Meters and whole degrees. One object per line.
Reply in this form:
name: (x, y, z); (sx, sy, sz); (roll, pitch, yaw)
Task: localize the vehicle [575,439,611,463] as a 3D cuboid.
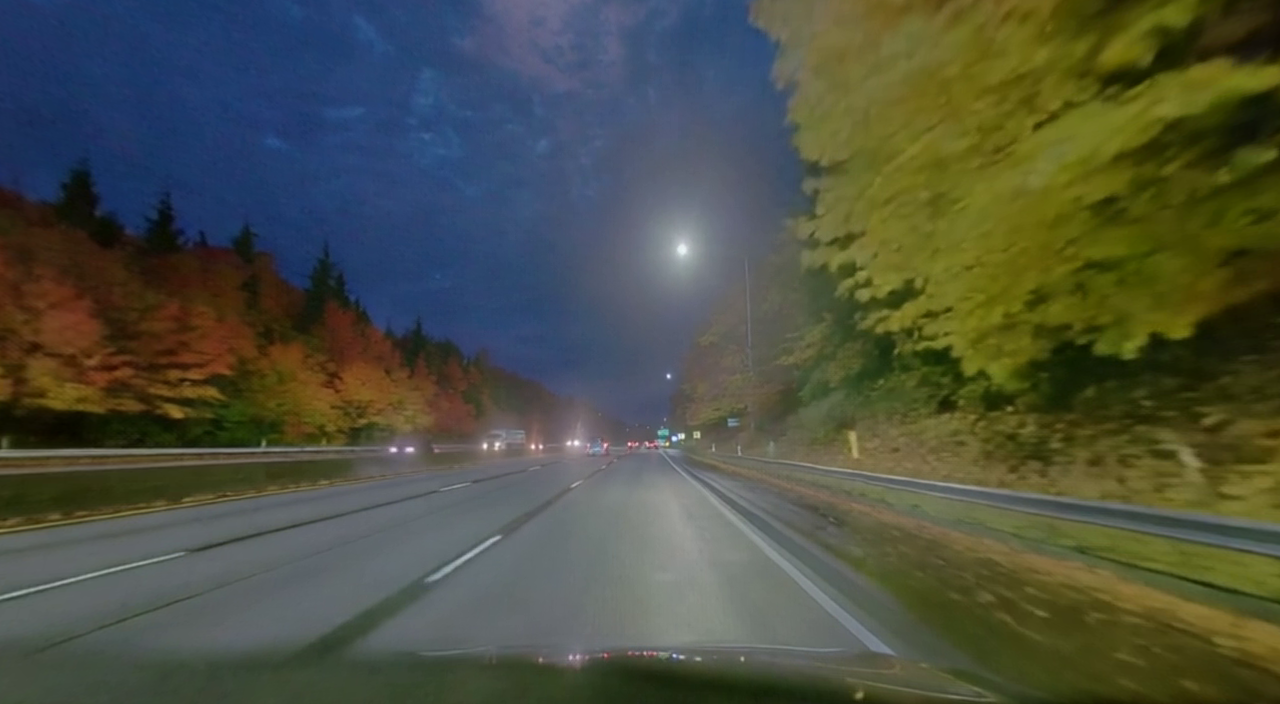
vehicle: (-3.362, 7.190, 45.700); (2.123, 1.643, 4.479); (0, -8, 1)
